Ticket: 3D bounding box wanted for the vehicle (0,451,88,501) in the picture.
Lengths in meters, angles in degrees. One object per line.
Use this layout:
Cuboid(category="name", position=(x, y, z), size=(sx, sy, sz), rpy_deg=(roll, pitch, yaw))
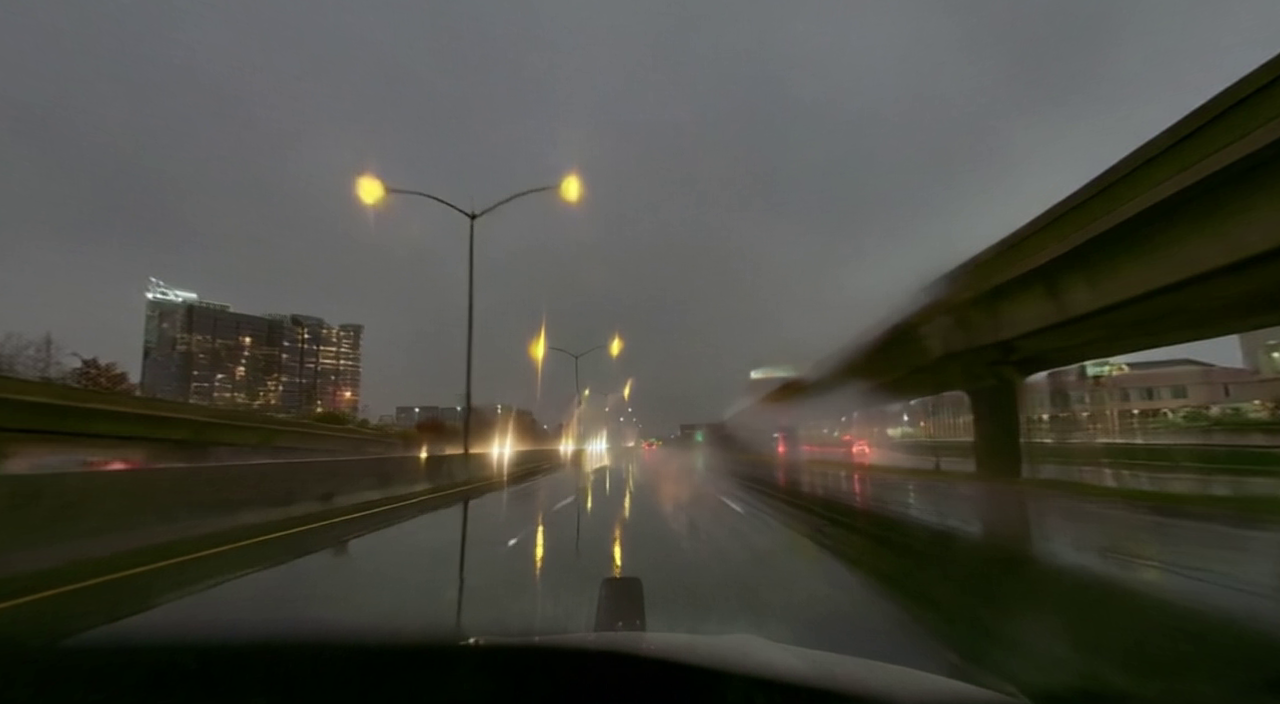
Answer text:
Cuboid(category="vehicle", position=(-21.215, 4.101, 21.012), size=(1.986, 1.520, 4.053), rpy_deg=(0, -9, -1))
